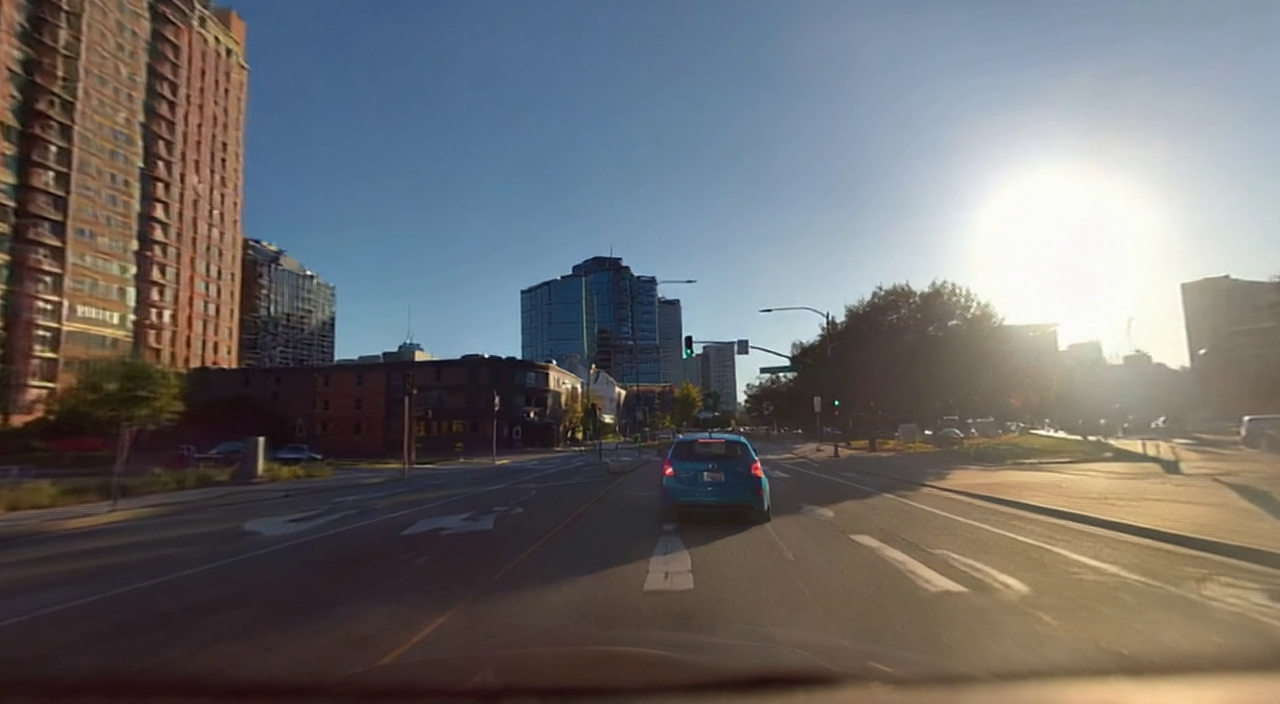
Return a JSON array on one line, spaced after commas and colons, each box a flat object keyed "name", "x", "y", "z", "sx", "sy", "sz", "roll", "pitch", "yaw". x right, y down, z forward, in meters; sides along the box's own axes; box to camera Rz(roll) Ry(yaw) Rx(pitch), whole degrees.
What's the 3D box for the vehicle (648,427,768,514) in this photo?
[{"name": "vehicle", "x": 1.268, "y": 2.226, "z": 12.453, "sx": 1.950, "sy": 1.401, "sz": 4.159, "roll": -1, "pitch": -8, "yaw": 4}]
